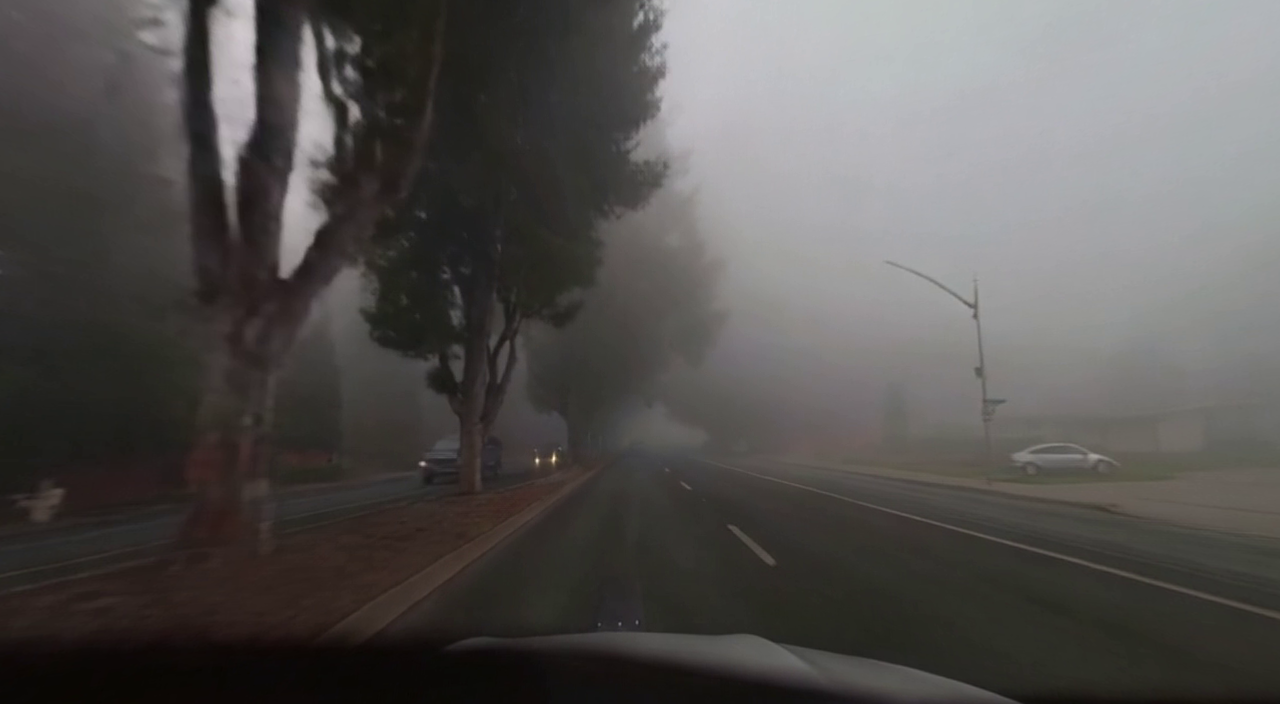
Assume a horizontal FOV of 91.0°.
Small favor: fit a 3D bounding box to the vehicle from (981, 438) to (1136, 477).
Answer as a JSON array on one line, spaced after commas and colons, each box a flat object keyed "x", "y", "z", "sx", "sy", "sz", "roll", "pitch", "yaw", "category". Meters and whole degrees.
[{"x": 15.541, "y": 3.928, "z": 23.544, "sx": 4.500, "sy": 1.390, "sz": 1.864, "roll": 0, "pitch": -8, "yaw": -2, "category": "vehicle"}]

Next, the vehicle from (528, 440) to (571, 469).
[{"x": -5.313, "y": 6.042, "z": 37.329, "sx": 1.935, "sy": 1.521, "sz": 4.314, "roll": -1, "pitch": -8, "yaw": 0, "category": "vehicle"}]

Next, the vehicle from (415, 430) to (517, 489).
[{"x": -5.989, "y": 3.754, "z": 22.324, "sx": 2.071, "sy": 1.823, "sz": 4.799, "roll": -1, "pitch": -8, "yaw": 2, "category": "vehicle"}]
